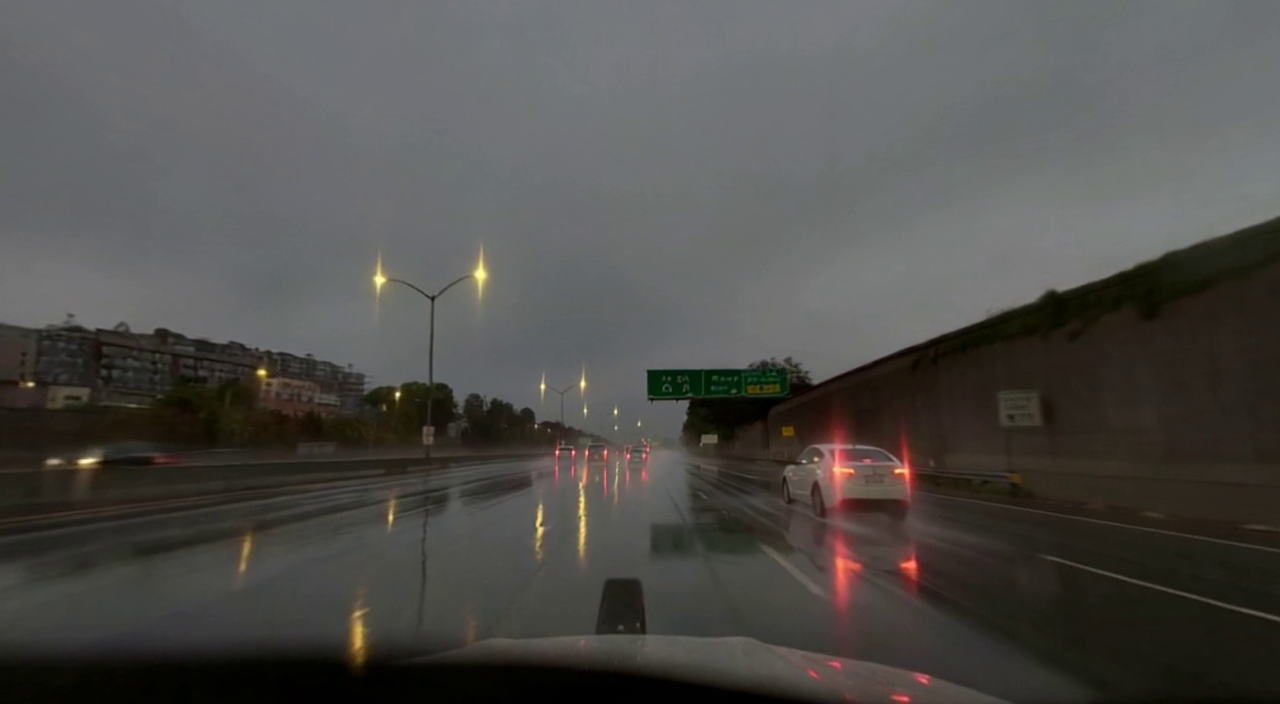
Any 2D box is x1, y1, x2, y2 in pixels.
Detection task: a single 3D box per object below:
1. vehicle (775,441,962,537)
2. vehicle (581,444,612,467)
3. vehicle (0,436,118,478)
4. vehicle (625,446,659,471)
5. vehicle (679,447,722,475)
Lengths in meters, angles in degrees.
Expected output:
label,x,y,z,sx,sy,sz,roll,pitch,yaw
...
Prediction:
label,x,y,z,sx,sy,sz,roll,pitch,yaw
vehicle,4.184,2.559,12.504,2.077,1.527,4.553,0,-9,1
vehicle,-3.306,7.961,48.466,2.091,1.664,4.157,0,-9,0
vehicle,-23.222,4.117,24.899,1.734,1.524,3.833,-1,-9,1
vehicle,0.112,7.065,41.977,2.166,1.496,4.158,0,-9,0
vehicle,3.474,6.340,36.827,2.036,1.517,4.256,0,-9,-1
